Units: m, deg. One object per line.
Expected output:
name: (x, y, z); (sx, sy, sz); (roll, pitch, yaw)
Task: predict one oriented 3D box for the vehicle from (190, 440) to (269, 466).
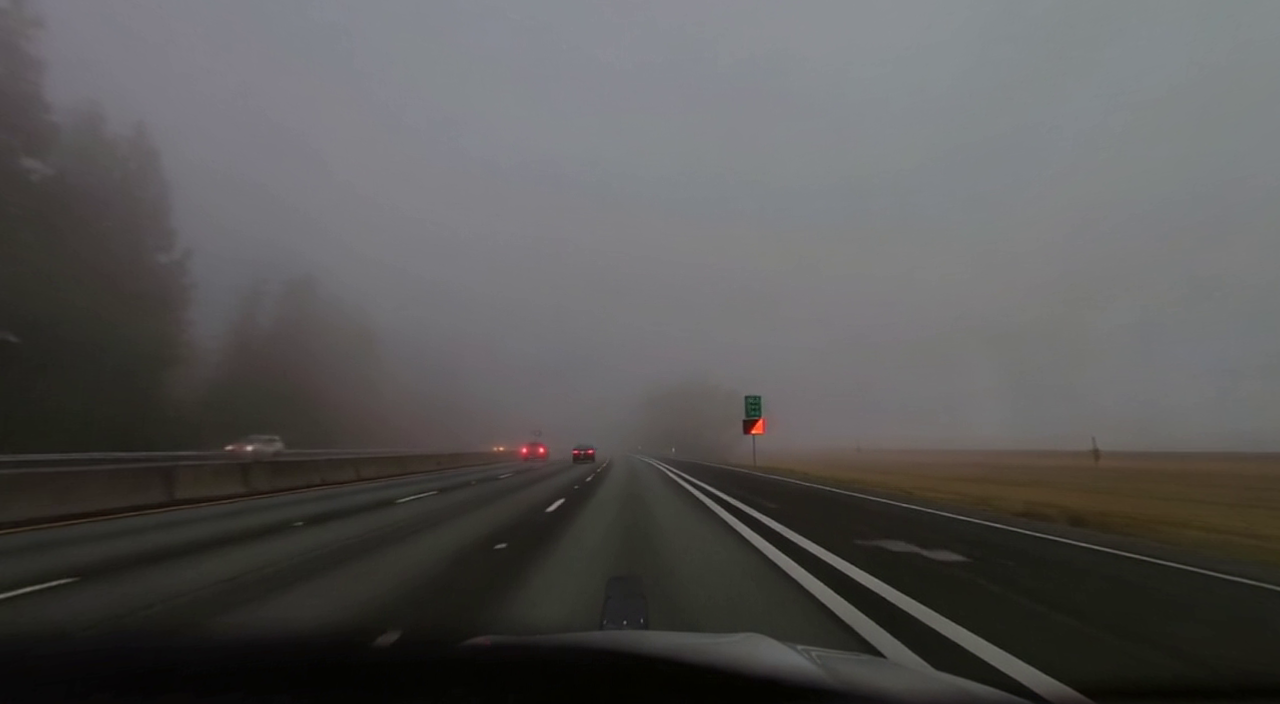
vehicle: (-25.748, 6.346, 39.596); (1.901, 1.571, 4.660); (0, -8, -1)
